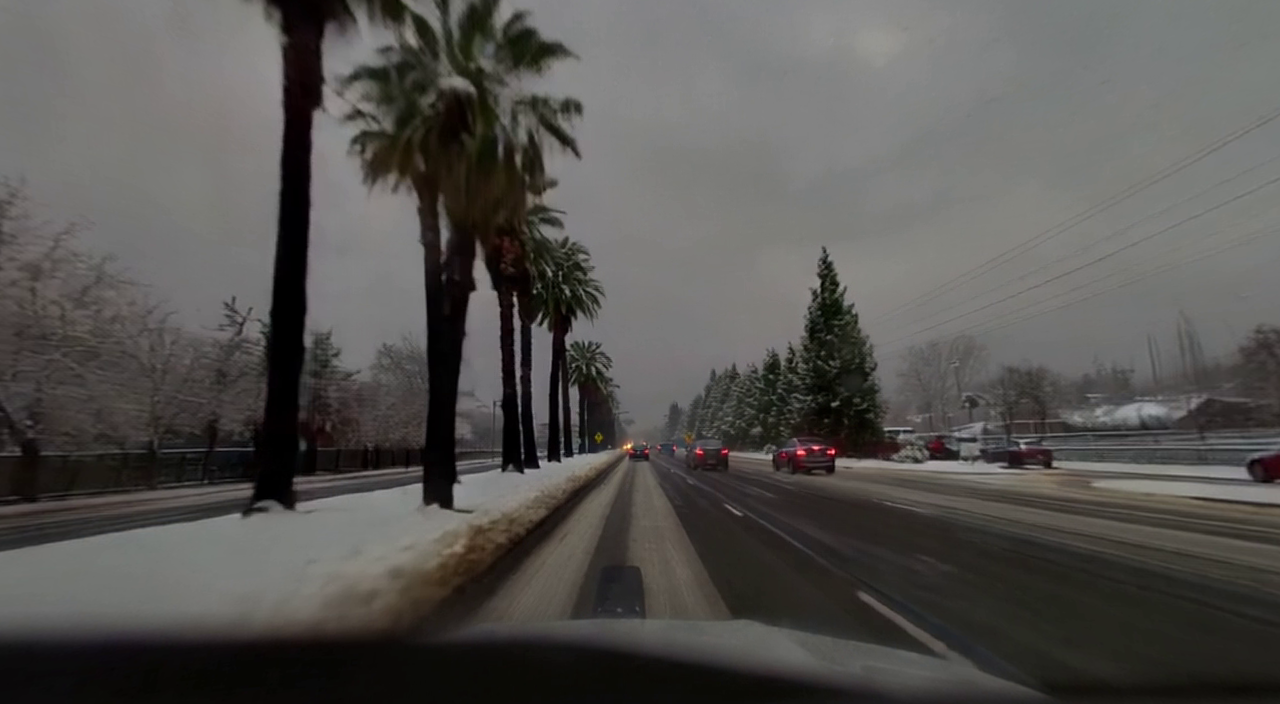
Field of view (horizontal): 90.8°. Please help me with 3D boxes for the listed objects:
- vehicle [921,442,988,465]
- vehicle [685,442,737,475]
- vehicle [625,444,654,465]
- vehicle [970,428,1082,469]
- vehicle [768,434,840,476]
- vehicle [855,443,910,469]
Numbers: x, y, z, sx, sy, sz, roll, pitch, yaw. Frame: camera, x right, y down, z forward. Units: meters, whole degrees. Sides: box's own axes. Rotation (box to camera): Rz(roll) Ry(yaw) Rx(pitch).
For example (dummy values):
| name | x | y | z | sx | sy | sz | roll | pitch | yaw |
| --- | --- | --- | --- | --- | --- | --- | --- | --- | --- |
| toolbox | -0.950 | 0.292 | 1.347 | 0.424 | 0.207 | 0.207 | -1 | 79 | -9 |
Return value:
| name | x | y | z | sx | sy | sz | roll | pitch | yaw |
| --- | --- | --- | --- | --- | --- | --- | --- | --- | --- |
| vehicle | 20.867 | 6.744 | 42.141 | 1.822 | 1.456 | 4.860 | 0 | -9 | -2 |
| vehicle | 3.328 | 5.095 | 30.494 | 1.875 | 1.452 | 4.453 | 0 | -9 | -2 |
| vehicle | -0.079 | 7.663 | 47.251 | 2.031 | 1.444 | 4.361 | 0 | -9 | -1 |
| vehicle | 20.982 | 5.304 | 34.768 | 2.304 | 2.044 | 5.894 | 0 | -9 | -2 |
| vehicle | 7.008 | 4.460 | 27.479 | 1.916 | 1.646 | 4.258 | 0 | -9 | -1 |
| vehicle | 14.367 | 6.161 | 37.569 | 1.743 | 1.505 | 3.682 | 0 | -9 | -1 |
